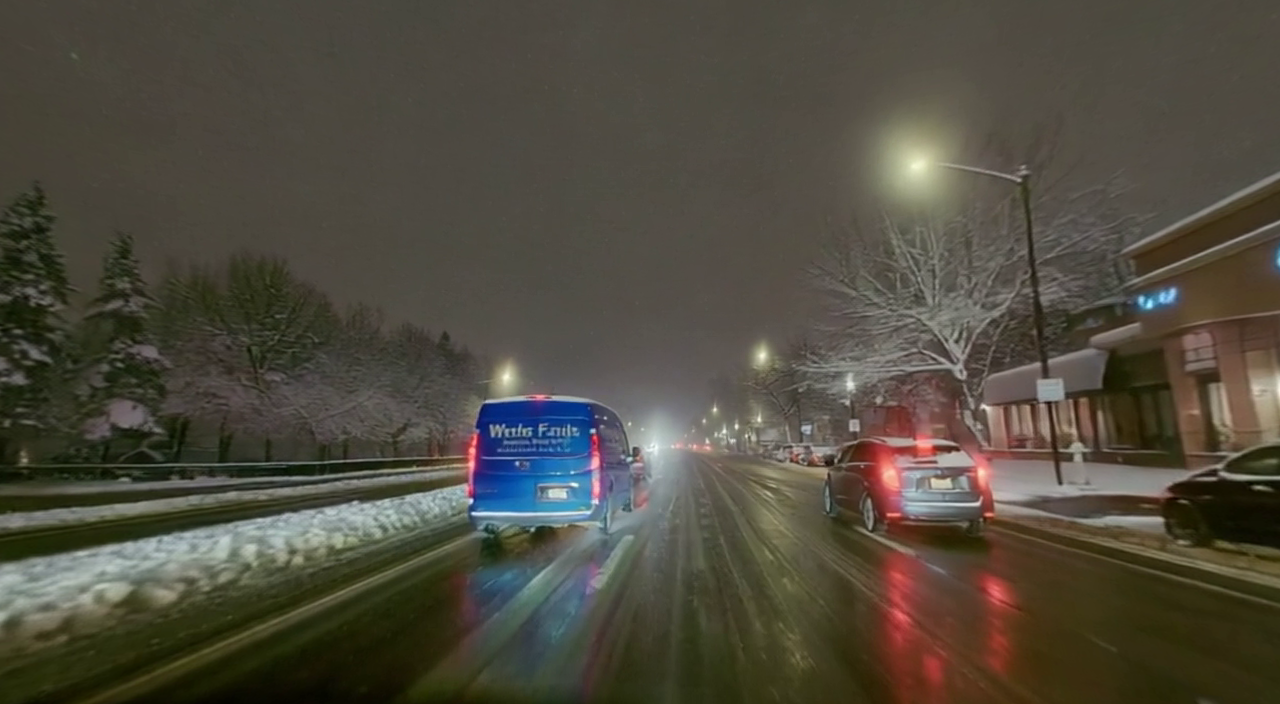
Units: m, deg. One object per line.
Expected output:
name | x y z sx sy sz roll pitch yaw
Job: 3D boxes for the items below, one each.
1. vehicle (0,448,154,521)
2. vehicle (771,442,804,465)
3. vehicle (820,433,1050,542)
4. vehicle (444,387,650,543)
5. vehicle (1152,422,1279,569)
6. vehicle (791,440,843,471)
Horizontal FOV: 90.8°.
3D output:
vehicle | -14.256 3.025 14.846 1.889 1.525 4.351 -1 -9 6
vehicle | 11.474 7.910 49.386 1.962 1.741 4.289 -1 -9 5
vehicle | 4.729 2.220 11.076 2.021 1.491 4.563 -1 -9 3
vehicle | -1.272 1.992 11.711 2.490 2.153 5.594 -1 -9 5
vehicle | 8.119 1.538 6.663 1.983 1.618 4.108 0 -9 1
vehicle | 10.690 6.284 38.460 2.017 1.745 4.670 0 -9 3
